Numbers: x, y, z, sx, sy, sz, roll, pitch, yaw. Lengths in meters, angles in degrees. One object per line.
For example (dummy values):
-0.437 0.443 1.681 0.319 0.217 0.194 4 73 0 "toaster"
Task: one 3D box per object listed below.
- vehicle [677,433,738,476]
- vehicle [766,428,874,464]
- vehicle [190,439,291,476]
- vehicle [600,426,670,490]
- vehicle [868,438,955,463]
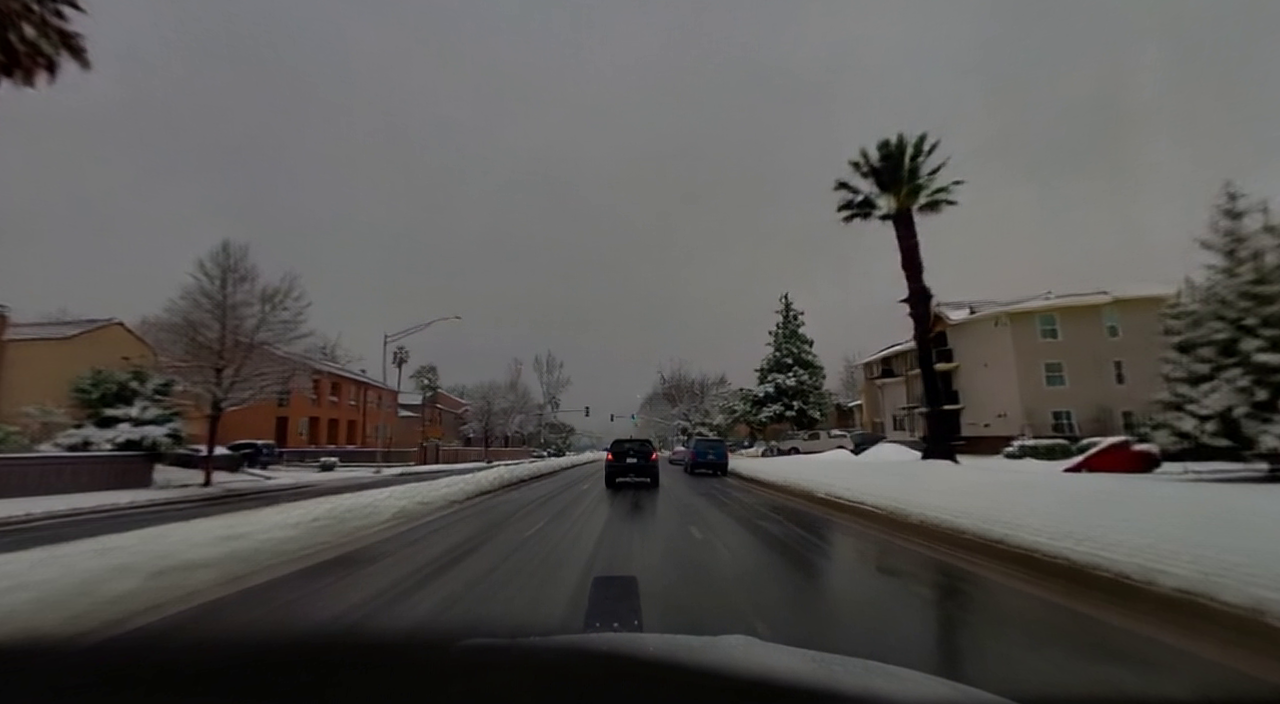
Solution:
3.253 5.071 31.335 2.416 1.922 5.023 0 -9 -1 "vehicle"
10.658 5.631 37.652 5.709 2.017 2.435 0 -9 -1 "vehicle"
-21.604 5.725 34.345 2.196 1.820 4.955 0 -9 1 "vehicle"
-0.215 3.424 20.637 1.994 1.810 5.057 0 -9 -2 "vehicle"
16.245 5.917 37.791 4.317 1.420 1.828 0 -9 0 "vehicle"
